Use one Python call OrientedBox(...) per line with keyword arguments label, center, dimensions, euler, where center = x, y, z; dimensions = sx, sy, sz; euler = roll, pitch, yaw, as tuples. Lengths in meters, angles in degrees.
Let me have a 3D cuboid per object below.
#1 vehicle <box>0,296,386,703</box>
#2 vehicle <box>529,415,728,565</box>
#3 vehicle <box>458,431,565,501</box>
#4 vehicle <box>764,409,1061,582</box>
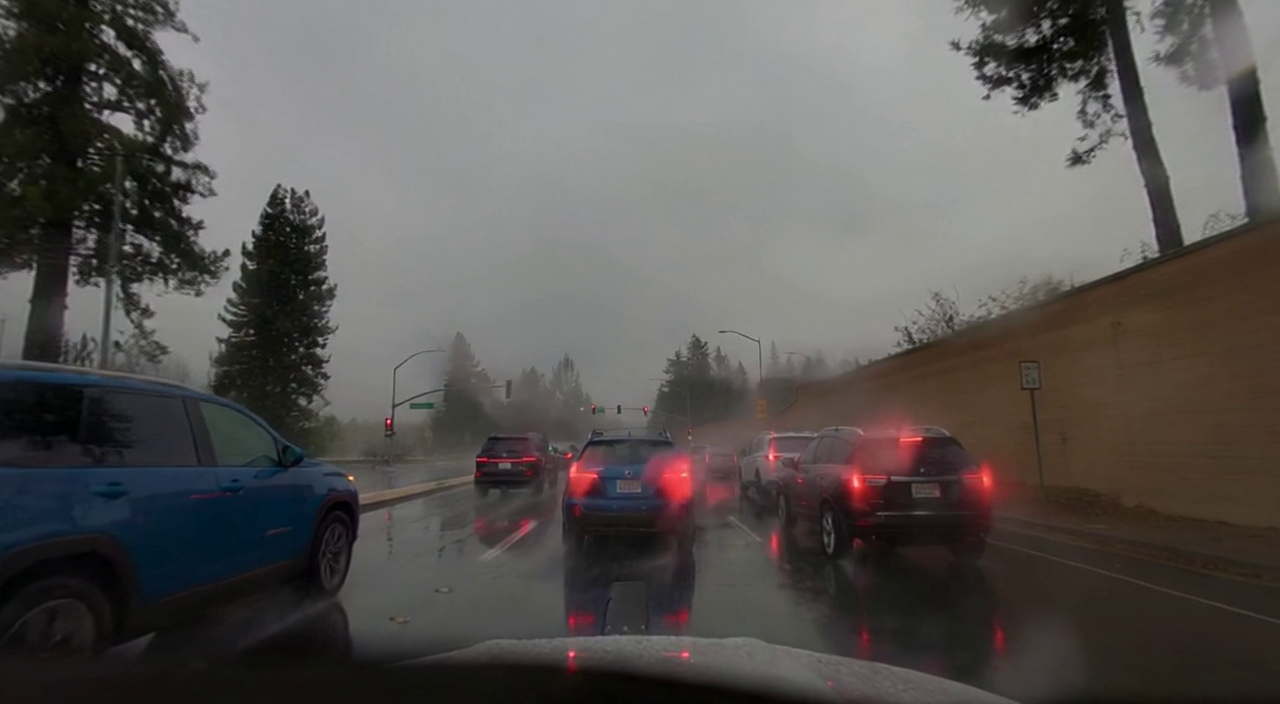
OrientedBox(label="vehicle", center=(-3.550, 0.955, 3.887), dimensions=(2.070, 1.913, 4.450), euler=(0, -8, 0))
OrientedBox(label="vehicle", center=(-0.097, 1.845, 9.128), dimensions=(2.245, 1.677, 3.913), euler=(0, -8, 1))
OrientedBox(label="vehicle", center=(-3.563, 3.250, 18.458), dimensions=(2.067, 1.759, 4.631), euler=(0, -8, 1))
OrientedBox(label="vehicle", center=(3.142, 1.742, 8.467), dimensions=(2.029, 1.702, 4.281), euler=(0, -8, 0))
